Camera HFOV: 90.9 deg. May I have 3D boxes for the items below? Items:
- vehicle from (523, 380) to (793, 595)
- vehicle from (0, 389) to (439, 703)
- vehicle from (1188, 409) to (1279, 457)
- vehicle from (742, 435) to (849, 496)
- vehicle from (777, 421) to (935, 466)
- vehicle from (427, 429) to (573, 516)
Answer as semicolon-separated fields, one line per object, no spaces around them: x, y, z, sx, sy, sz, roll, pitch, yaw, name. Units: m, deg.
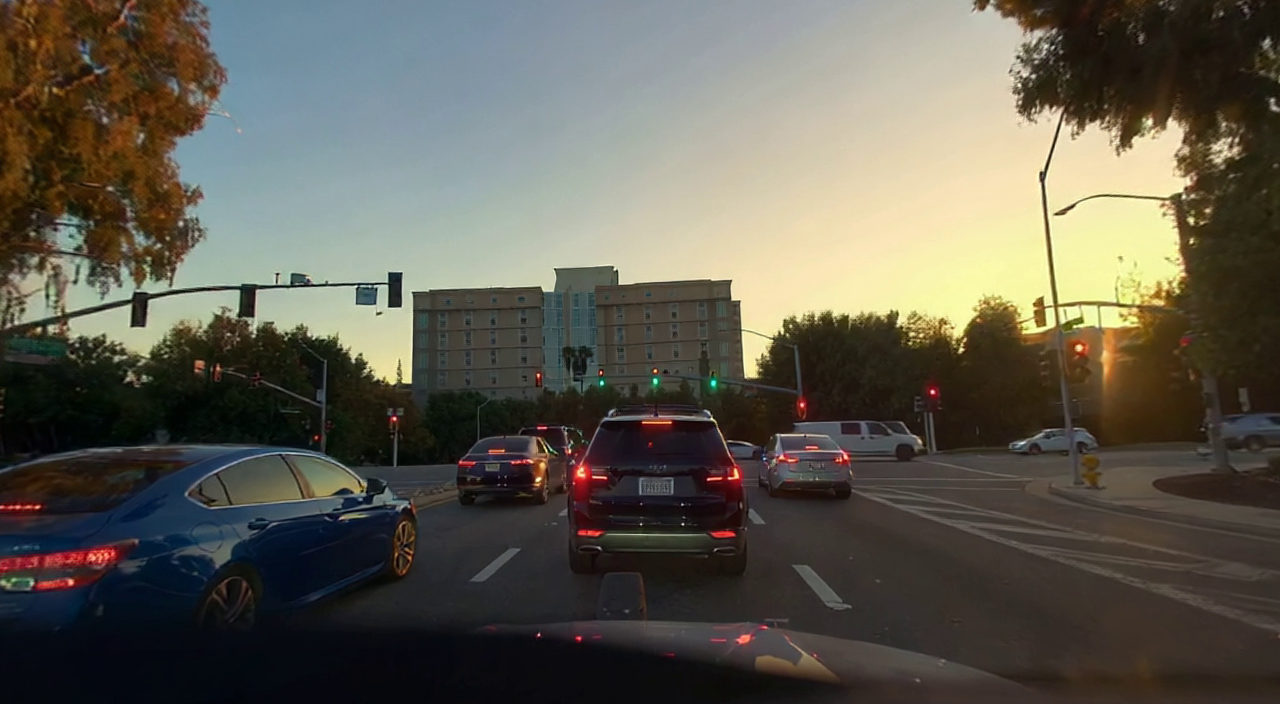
0.205;1.466;7.644;2.300;1.832;4.331;0;-8;1;vehicle
-3.218;1.201;4.433;1.958;1.494;4.624;0;-8;2;vehicle
28.037;3.538;27.660;5.539;2.007;2.154;-2;-9;7;vehicle
4.099;3.057;17.336;1.979;1.453;4.011;0;-8;1;vehicle
10.442;4.419;30.712;6.879;1.984;2.808;-3;-8;22;vehicle
-2.680;2.398;13.083;1.851;1.502;4.042;0;-8;4;vehicle
